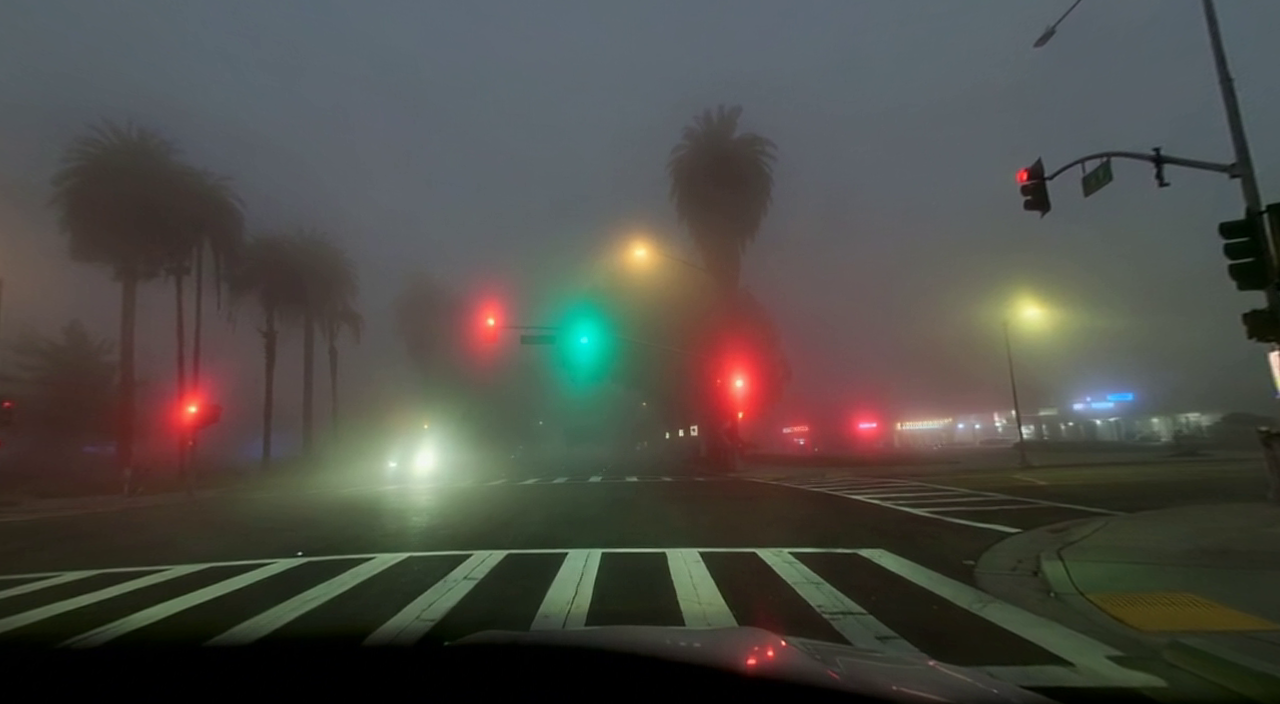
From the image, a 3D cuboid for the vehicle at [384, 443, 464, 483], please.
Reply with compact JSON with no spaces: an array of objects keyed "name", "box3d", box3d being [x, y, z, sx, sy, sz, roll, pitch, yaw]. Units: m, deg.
[{"name":"vehicle","box3d":[-10.748,5.533,31.774,2.270,1.833,4.860,0,-9,1]}]
